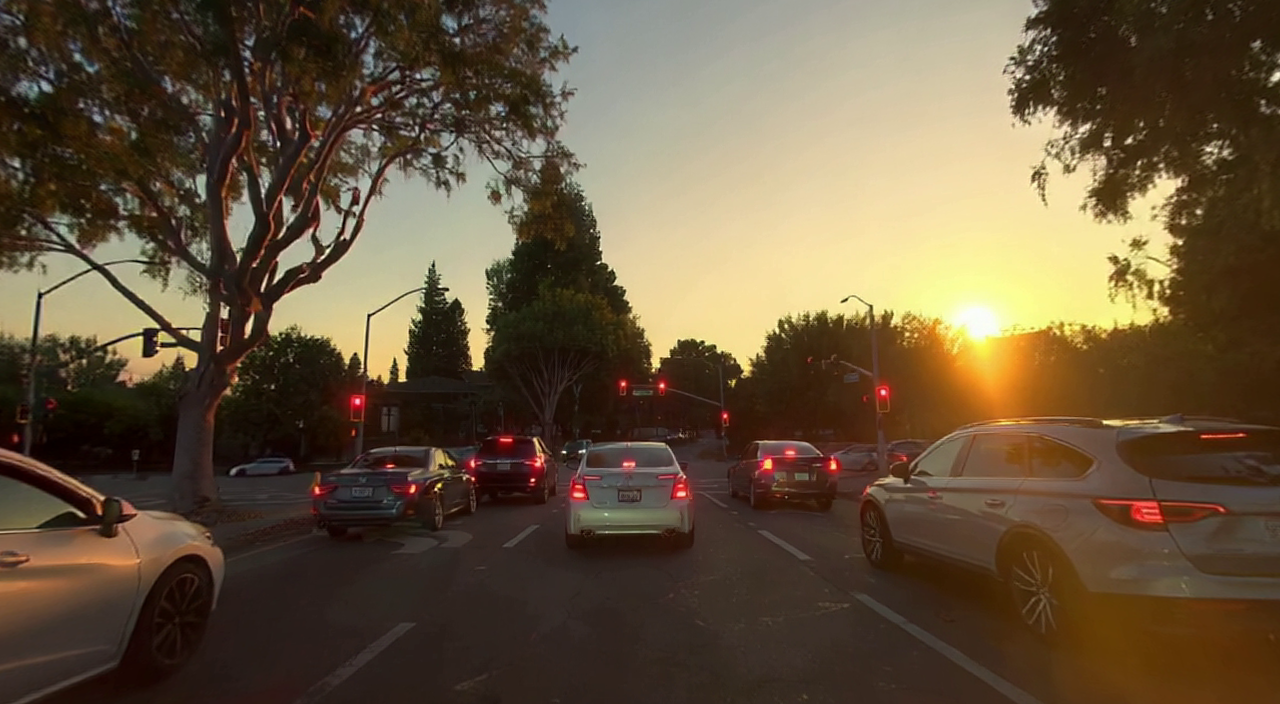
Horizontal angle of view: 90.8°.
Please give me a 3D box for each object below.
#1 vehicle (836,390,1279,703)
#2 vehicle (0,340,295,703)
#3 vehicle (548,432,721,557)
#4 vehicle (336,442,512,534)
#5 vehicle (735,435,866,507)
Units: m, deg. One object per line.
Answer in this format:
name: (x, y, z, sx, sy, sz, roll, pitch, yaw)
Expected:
vehicle: (3.394, 1.304, 5.423, 1.933, 1.564, 4.600, 0, -8, 0)
vehicle: (-3.652, 0.838, 2.533, 2.047, 1.764, 4.369, 0, -8, 0)
vehicle: (-0.077, 2.003, 9.591, 2.061, 1.470, 3.970, 0, -8, 0)
vehicle: (-3.908, 2.501, 12.336, 1.919, 1.459, 4.371, 0, -8, 0)
vehicle: (3.639, 2.776, 15.248, 1.922, 1.472, 4.440, 0, -8, -1)
